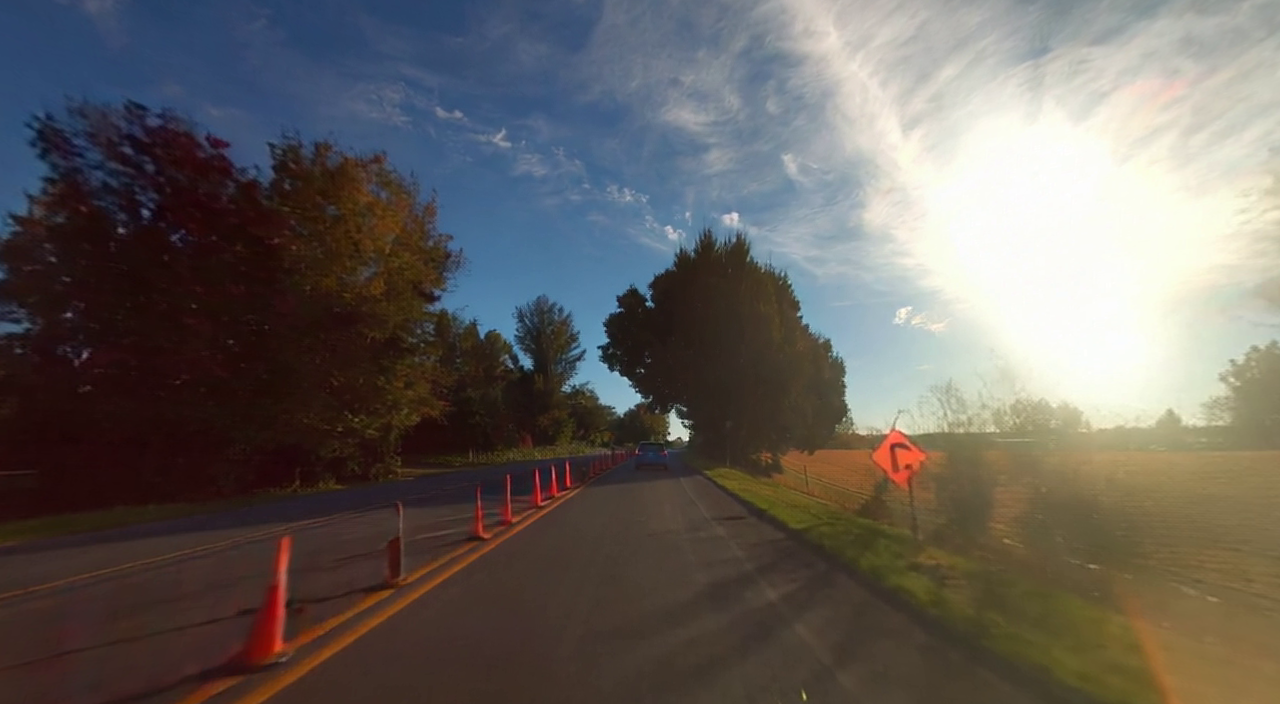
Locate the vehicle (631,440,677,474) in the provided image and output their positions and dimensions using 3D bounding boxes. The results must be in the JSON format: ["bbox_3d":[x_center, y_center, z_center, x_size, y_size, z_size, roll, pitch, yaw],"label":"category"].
[{"bbox_3d":[0.661,4.945,29.796,2.042,1.489,3.963,0,-9,2],"label":"vehicle"}]
